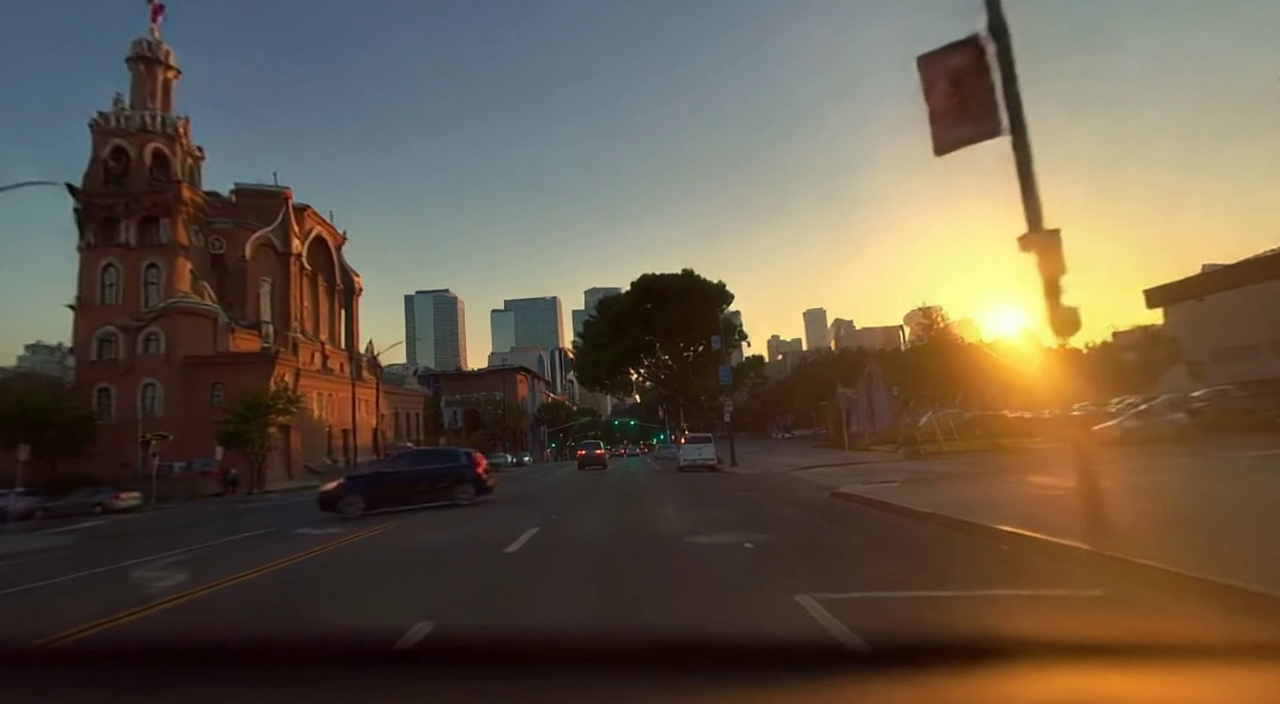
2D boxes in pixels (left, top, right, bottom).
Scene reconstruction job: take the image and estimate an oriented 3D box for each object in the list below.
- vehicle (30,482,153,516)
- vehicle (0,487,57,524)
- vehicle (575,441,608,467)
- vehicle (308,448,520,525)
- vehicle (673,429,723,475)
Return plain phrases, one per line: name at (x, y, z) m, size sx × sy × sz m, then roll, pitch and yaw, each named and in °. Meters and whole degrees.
vehicle at (-28.943, 7.754, 33.450) m, size 4.439 × 1.661 × 2.071 m, roll 0°, pitch -11°, yaw -1°
vehicle at (-33.455, 8.092, 33.404) m, size 3.529 × 1.661 × 1.695 m, roll -1°, pitch -5°, yaw 0°
vehicle at (-3.744, 7.957, 49.589) m, size 2.293 × 1.936 × 4.737 m, roll 0°, pitch -8°, yaw -1°
vehicle at (-5.069, 3.024, 14.951) m, size 1.881 × 1.476 × 4.620 m, roll -5°, pitch -10°, yaw 27°
vehicle at (2.732, 4.890, 30.955) m, size 2.074 × 2.041 × 5.045 m, roll 0°, pitch -8°, yaw 1°
